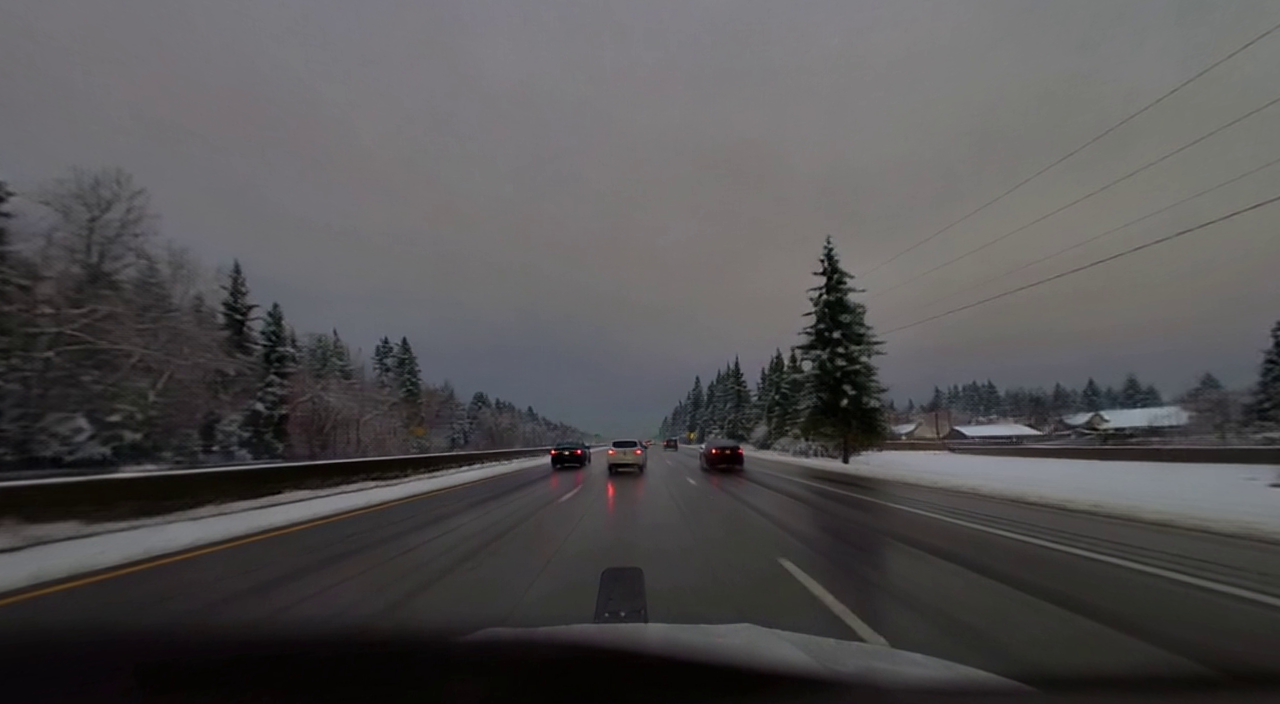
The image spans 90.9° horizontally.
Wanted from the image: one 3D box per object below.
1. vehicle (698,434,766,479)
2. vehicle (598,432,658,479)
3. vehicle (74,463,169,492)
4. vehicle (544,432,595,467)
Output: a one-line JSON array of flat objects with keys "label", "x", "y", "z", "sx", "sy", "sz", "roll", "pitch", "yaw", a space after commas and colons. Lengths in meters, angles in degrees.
[{"label": "vehicle", "x": 3.439, "y": 3.983, "z": 24.300, "sx": 1.996, "sy": 1.579, "sz": 3.841, "roll": 0, "pitch": -8, "yaw": -1}, {"label": "vehicle", "x": -0.386, "y": 3.913, "z": 24.037, "sx": 2.049, "sy": 1.620, "sz": 4.153, "roll": 0, "pitch": -8, "yaw": 1}, {"label": "vehicle", "x": -31.599, "y": 7.622, "z": 38.604, "sx": 1.941, "sy": 1.497, "sz": 4.519, "roll": 0, "pitch": -8, "yaw": 1}, {"label": "vehicle", "x": -3.779, "y": 5.376, "z": 34.839, "sx": 2.217, "sy": 1.773, "sz": 4.553, "roll": 0, "pitch": -8, "yaw": 1}]
